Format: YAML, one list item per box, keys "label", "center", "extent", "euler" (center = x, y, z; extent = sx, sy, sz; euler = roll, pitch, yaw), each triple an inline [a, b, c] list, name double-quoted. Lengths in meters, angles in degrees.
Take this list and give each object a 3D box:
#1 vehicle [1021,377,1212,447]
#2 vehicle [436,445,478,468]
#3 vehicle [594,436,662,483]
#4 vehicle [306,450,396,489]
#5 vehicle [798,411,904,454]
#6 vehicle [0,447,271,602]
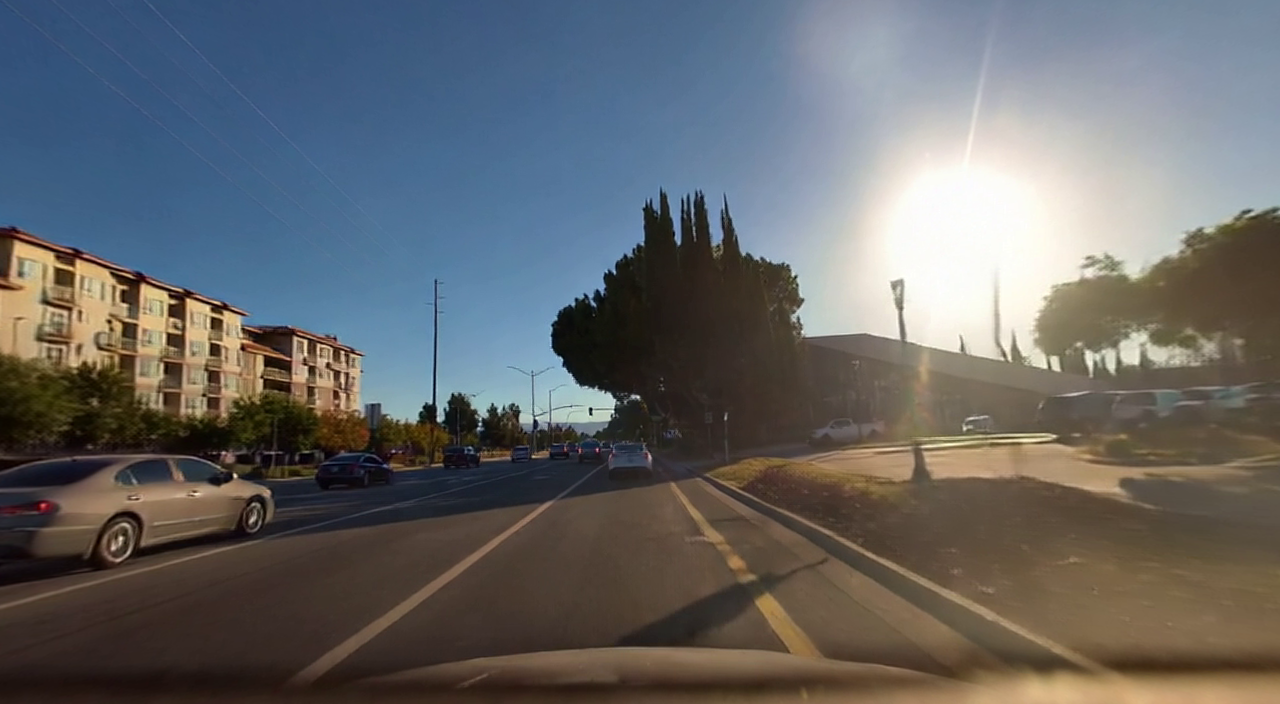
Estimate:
- label: "vehicle"
  center: [15.844, 2.184, 21.535]
  extent: [2.395, 2.028, 5.135]
  euler: [0, -9, -1]
- label: "vehicle"
  center: [-14.272, 8.182, 49.527]
  extent: [2.064, 1.686, 4.380]
  euler: [0, -8, -1]
- label: "vehicle"
  center: [-0.401, 3.687, 21.963]
  extent: [2.099, 1.469, 4.389]
  euler: [0, -8, -1]
- label: "vehicle"
  center: [-12.270, 4.979, 27.210]
  extent: [2.024, 1.484, 4.592]
  euler: [1, -9, -5]
- label: "vehicle"
  center: [12.697, 4.853, 38.310]
  extent: [5.253, 2.014, 2.666]
  euler: [-5, -6, -4]
- label: "vehicle"
  center: [-7.045, 1.951, 8.057]
  extent: [1.906, 1.449, 4.576]
  euler: [0, -8, 0]
